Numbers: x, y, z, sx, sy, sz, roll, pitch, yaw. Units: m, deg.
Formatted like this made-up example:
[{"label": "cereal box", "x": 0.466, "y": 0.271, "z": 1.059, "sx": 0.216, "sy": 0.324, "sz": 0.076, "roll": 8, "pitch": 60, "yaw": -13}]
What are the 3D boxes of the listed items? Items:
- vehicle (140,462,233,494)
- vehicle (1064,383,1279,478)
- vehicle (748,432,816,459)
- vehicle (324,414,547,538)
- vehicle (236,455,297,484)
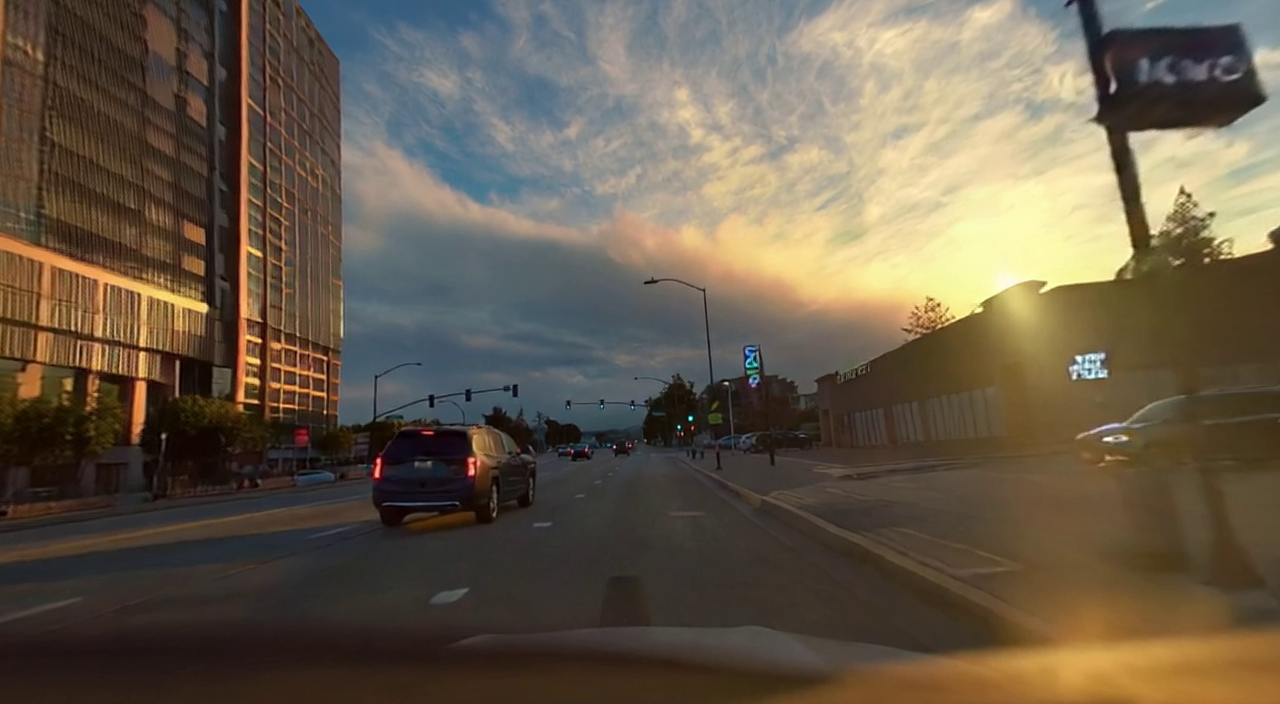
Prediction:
[{"label": "vehicle", "x": -27.778, "y": 7.682, "z": 38.660, "sx": 4.398, "sy": 1.737, "sz": 1.950, "roll": 8, "pitch": -10, "yaw": -37}, {"label": "vehicle", "x": 10.575, "y": 1.408, "z": 11.203, "sx": 4.573, "sy": 1.532, "sz": 1.983, "roll": 0, "pitch": -9, "yaw": 2}, {"label": "vehicle", "x": 9.997, "y": 6.657, "z": 44.744, "sx": 4.361, "sy": 1.550, "sz": 2.087, "roll": 2, "pitch": -13, "yaw": 2}, {"label": "vehicle", "x": -3.274, "y": 2.121, "z": 11.461, "sx": 2.277, "sy": 1.743, "sz": 4.893, "roll": 0, "pitch": -8, "yaw": 2}, {"label": "vehicle", "x": -28.474, "y": 8.961, "z": 48.040, "sx": 3.755, "sy": 1.646, "sz": 1.961, "roll": -1, "pitch": -11, "yaw": -36}]
